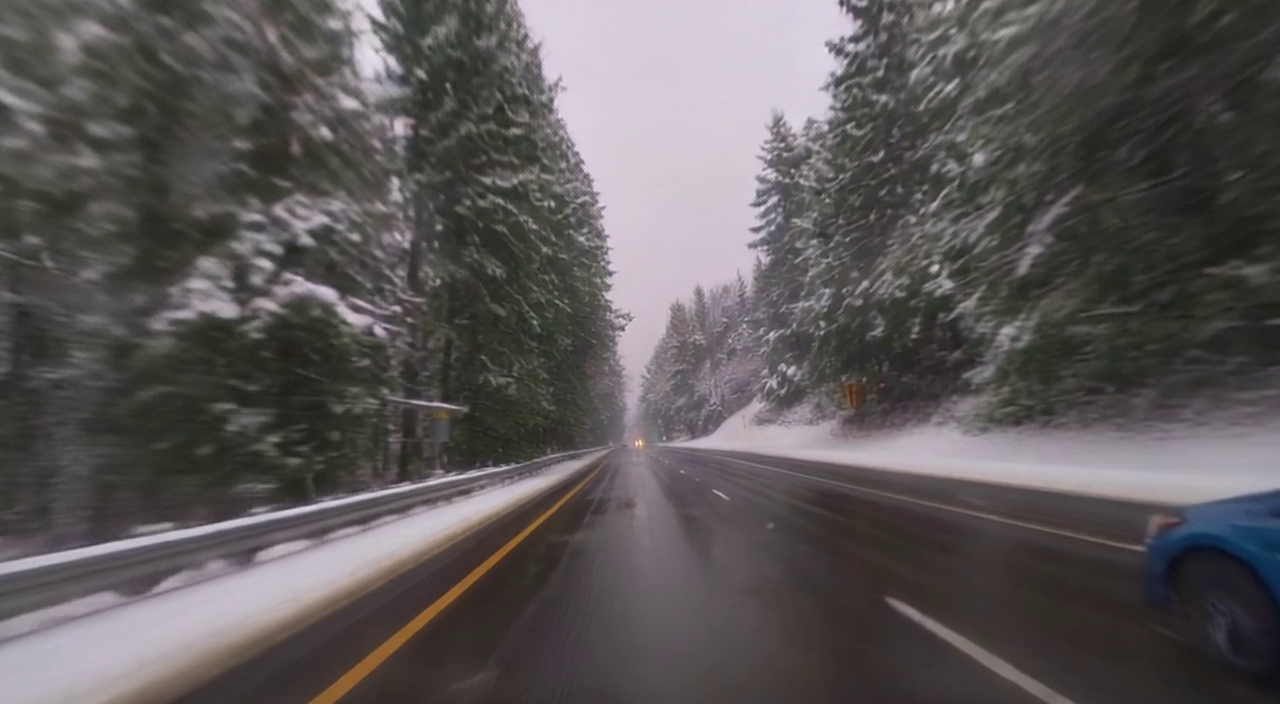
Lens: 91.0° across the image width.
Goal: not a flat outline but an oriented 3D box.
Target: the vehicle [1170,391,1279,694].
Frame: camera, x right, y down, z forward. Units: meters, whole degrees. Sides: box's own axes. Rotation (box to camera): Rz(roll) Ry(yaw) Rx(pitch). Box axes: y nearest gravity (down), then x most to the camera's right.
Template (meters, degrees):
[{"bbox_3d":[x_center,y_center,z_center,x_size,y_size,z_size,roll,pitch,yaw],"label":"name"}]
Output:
[{"bbox_3d":[4.230,0.707,1.406,1.905,1.525,4.719,0,-8,-1],"label":"vehicle"}]
